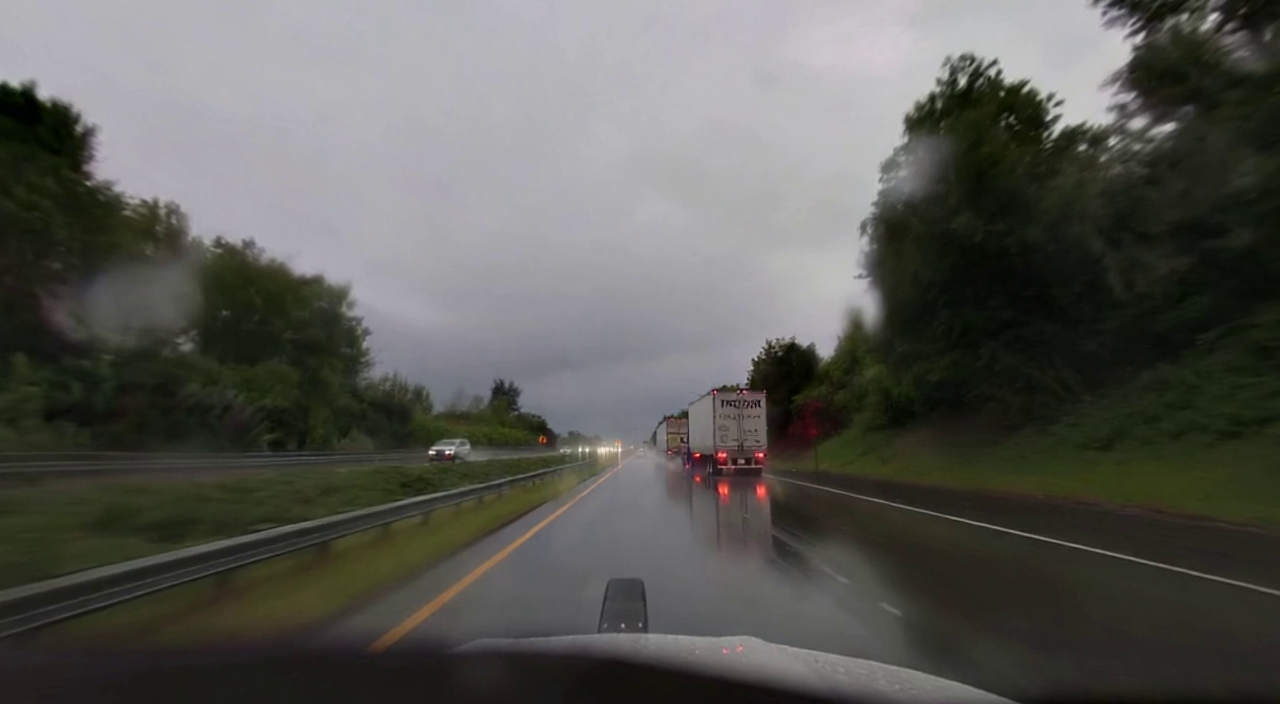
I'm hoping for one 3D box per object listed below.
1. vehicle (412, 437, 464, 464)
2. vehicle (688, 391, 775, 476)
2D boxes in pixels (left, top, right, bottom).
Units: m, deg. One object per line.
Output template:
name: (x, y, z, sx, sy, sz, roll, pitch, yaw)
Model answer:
vehicle: (-12.080, 5.969, 38.019, 1.830, 1.520, 3.936, 0, -9, 0)
vehicle: (4.918, 5.012, 37.418, 2.929, 4.093, 14.258, 0, -9, 0)
